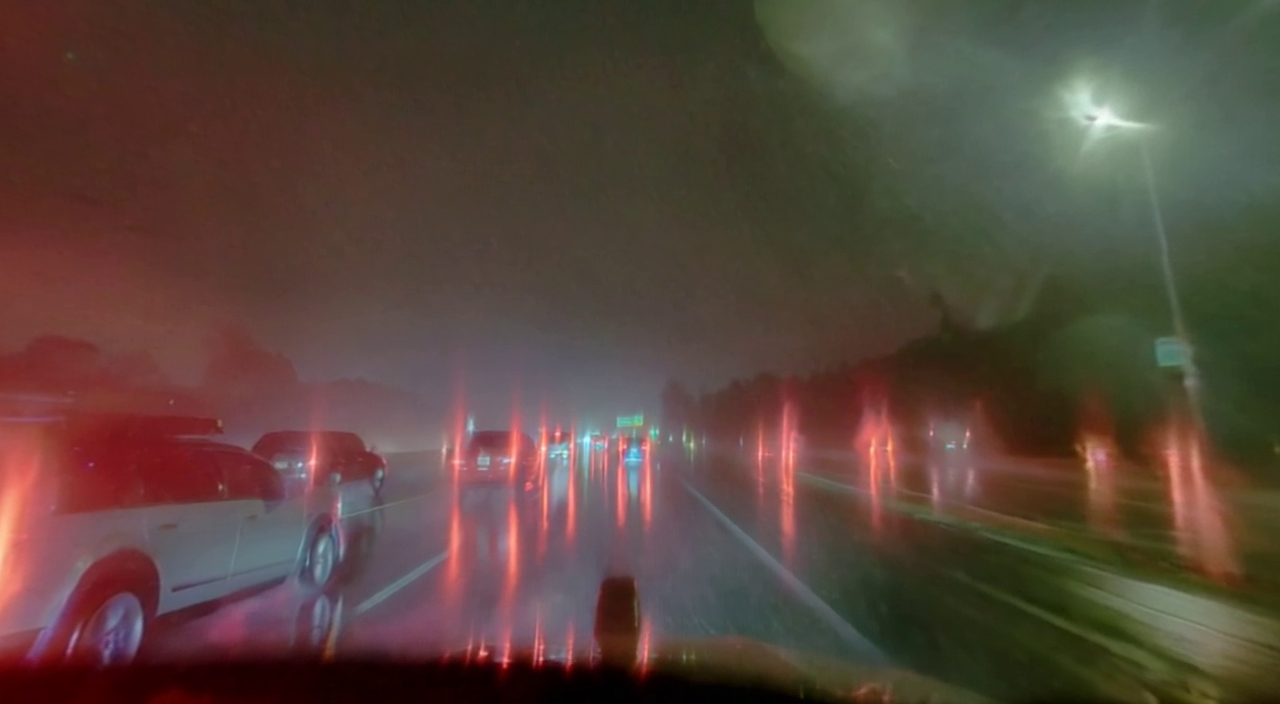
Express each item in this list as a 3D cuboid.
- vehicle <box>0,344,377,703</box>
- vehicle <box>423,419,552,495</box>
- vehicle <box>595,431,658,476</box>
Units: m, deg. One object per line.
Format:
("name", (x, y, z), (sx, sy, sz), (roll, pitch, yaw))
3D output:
("vehicle", (-3.857, 1.052, 4.437), (2.107, 1.703, 4.274), (0, -8, 0))
("vehicle", (-3.779, 2.692, 16.563), (2.154, 1.690, 4.595), (0, -8, 1))
("vehicle", (-0.466, 3.630, 22.770), (2.070, 1.452, 3.834), (0, -8, 0))
